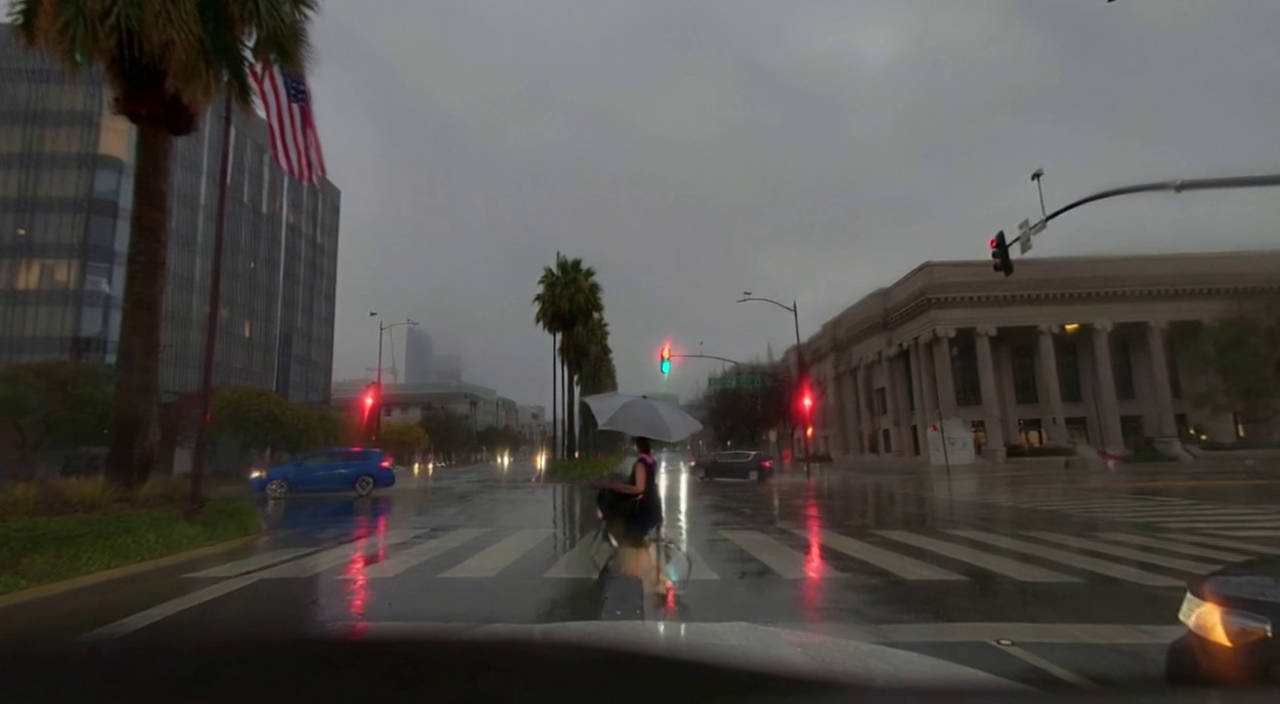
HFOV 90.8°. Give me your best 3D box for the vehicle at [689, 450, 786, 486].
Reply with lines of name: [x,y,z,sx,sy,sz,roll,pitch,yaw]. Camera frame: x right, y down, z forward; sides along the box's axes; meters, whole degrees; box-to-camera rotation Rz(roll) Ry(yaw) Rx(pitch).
vehicle: [4.468,5.364,29.539,2.000,1.525,4.273,6,-10,-36]

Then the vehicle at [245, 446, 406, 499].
vehicle: [-10.319,3.959,21.146,4.499,1.594,1.898,3,-9,-18]

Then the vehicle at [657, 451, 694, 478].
vehicle: [2.572,8.290,46.891,2.325,1.810,4.827,0,-8,-1]
